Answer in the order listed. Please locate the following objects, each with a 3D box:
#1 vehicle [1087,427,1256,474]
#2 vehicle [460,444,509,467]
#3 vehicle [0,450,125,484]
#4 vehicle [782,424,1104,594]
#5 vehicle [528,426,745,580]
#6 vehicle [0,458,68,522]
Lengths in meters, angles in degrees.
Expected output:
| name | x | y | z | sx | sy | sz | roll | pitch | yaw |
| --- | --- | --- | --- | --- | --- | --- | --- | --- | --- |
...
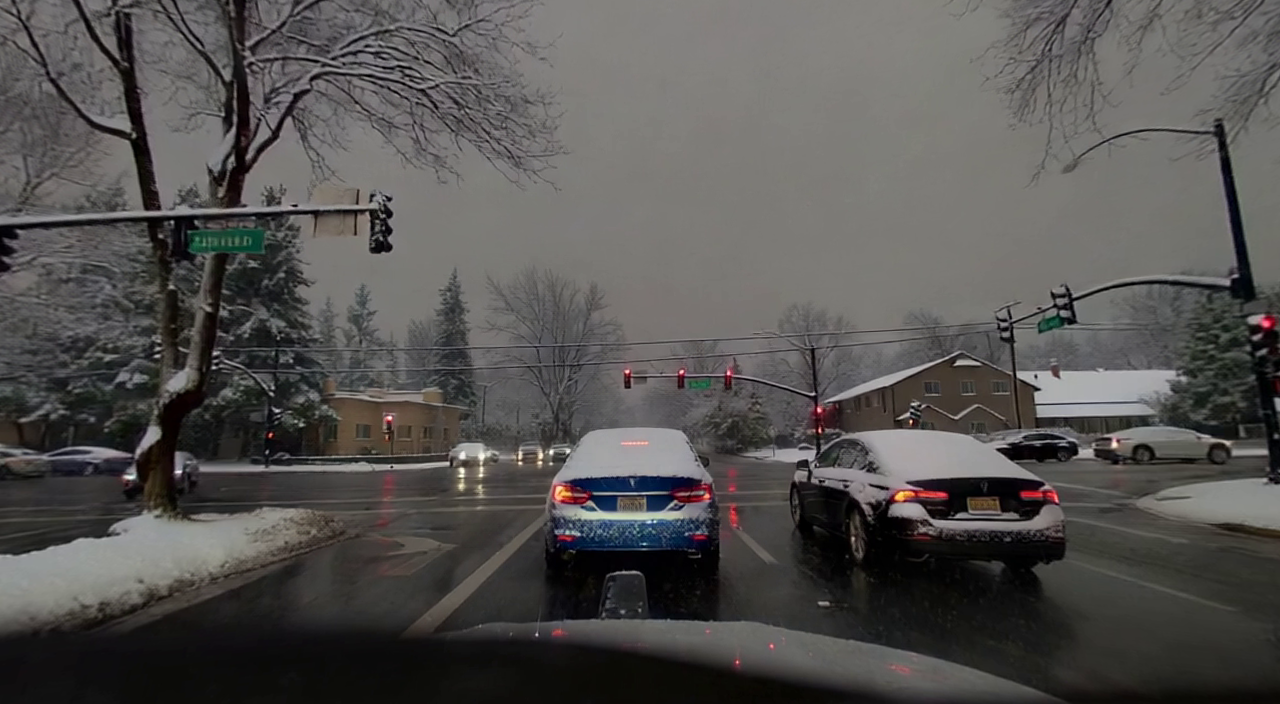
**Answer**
| name | x | y | z | sx | sy | sz | roll | pitch | yaw |
| --- | --- | --- | --- | --- | --- | --- | --- | --- | --- |
| vehicle | 22.601 | 4.208 | 27.074 | 5.073 | 1.916 | 2.290 | 0 | -8 | 2 |
| vehicle | -11.083 | 7.406 | 45.361 | 2.102 | 1.531 | 5.072 | 0 | -8 | 2 |
| vehicle | -28.419 | 5.621 | 31.044 | 4.538 | 1.591 | 1.949 | 0 | -8 | 2 |
| vehicle | 3.181 | 1.714 | 7.763 | 1.913 | 1.505 | 4.097 | 0 | -8 | 0 |
| vehicle | -0.056 | 1.777 | 8.258 | 2.103 | 1.478 | 4.073 | 0 | -8 | -1 |
| vehicle | -18.065 | 3.920 | 18.247 | 2.132 | 1.491 | 4.592 | 4 | -9 | -43 |
